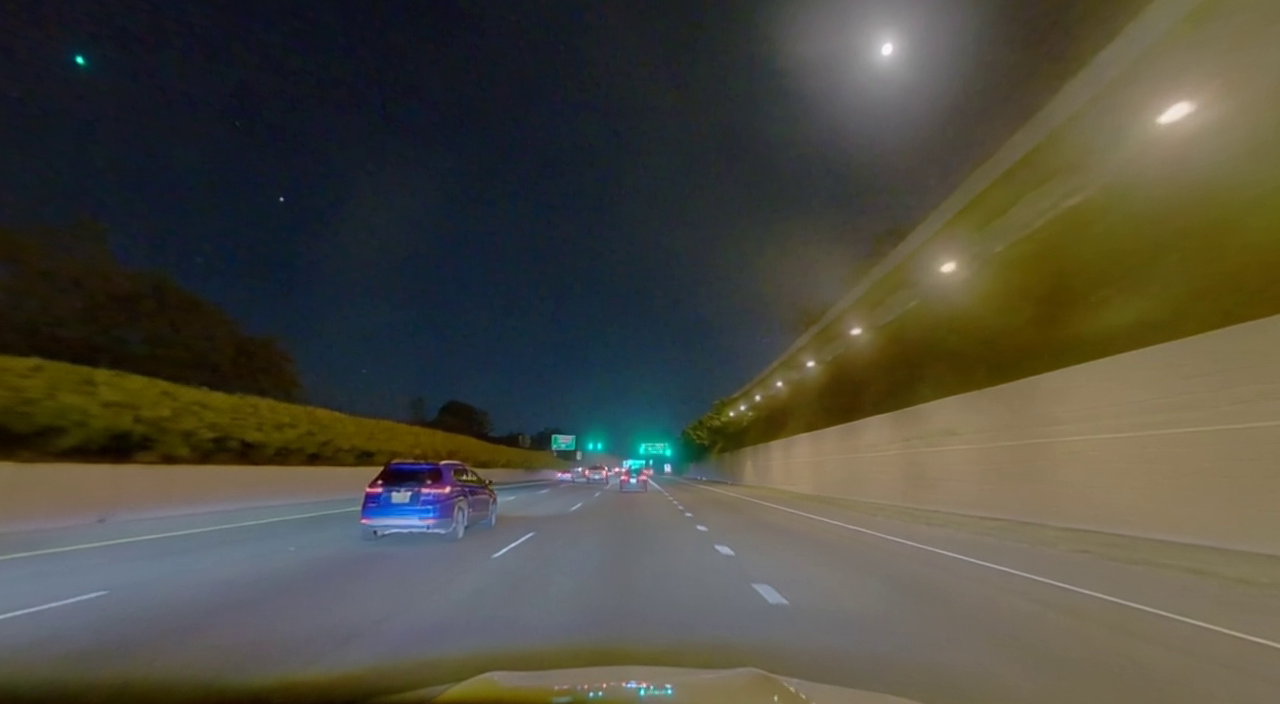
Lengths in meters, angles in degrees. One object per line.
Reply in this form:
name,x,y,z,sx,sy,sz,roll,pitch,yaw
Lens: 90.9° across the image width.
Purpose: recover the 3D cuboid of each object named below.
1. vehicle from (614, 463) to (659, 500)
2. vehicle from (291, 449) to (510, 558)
vehicle,-0.185,6.026,29.481,1.992,1.601,3.762,1,-11,-1
vehicle,-3.962,2.637,11.519,2.102,1.521,4.687,1,-11,1
